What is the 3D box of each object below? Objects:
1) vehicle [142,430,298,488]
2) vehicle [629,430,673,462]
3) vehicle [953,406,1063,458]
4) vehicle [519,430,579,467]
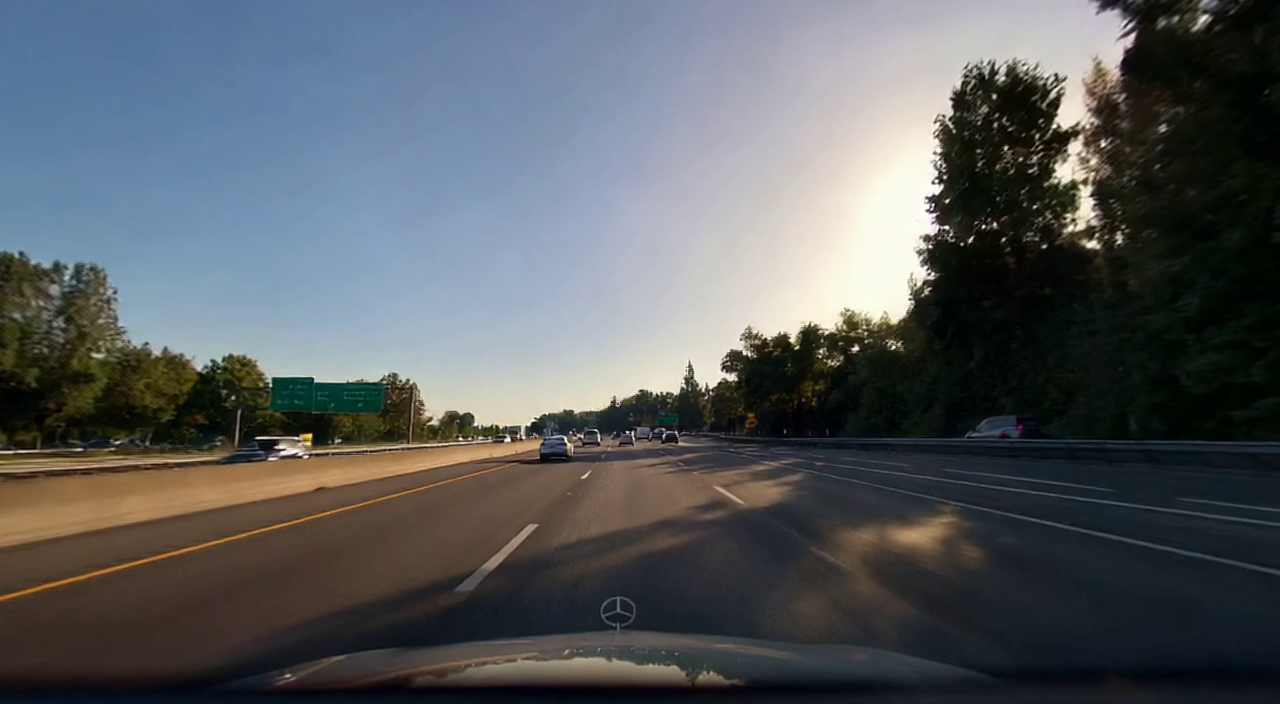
[{"bbox_3d":[-11.798,3.010,18.073,1.797,1.467,3.902,0,-8,-1],"label":"vehicle"},{"bbox_3d":[0.503,4.828,32.520,2.086,1.554,3.875,0,-8,-2],"label":"vehicle"},{"bbox_3d":[19.722,4.377,34.218,2.232,2.540,6.015,0,-8,0],"label":"vehicle"},{"bbox_3d":[-3.885,4.208,27.583,2.014,1.471,4.380,0,-8,-1],"label":"vehicle"}]
